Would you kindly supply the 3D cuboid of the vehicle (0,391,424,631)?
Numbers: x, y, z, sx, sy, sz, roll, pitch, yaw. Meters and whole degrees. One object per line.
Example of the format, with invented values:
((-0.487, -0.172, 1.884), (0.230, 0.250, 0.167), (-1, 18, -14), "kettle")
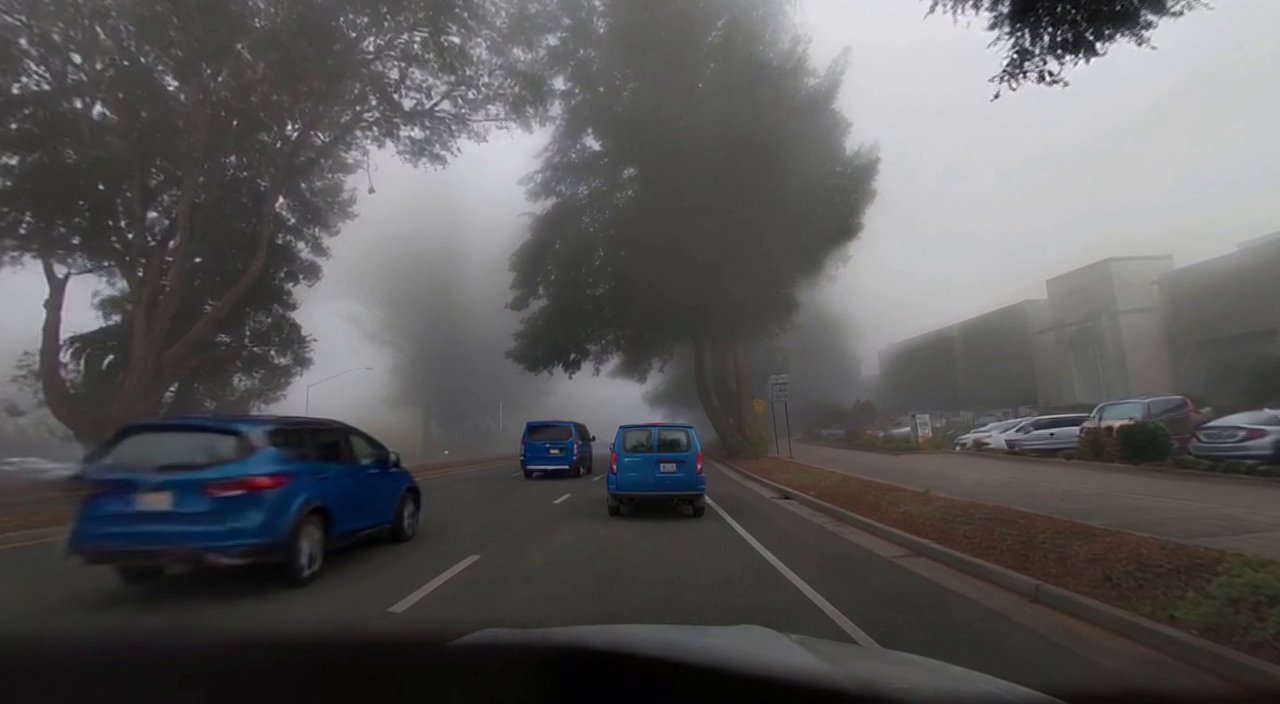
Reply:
((-4.204, 1.498, 7.001), (2.116, 1.714, 4.757), (0, -8, -2), "vehicle")

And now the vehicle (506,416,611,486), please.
((-2.611, 3.413, 21.925), (2.486, 2.074, 5.456), (-1, -9, 5), "vehicle")

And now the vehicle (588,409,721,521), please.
((0.316, 2.174, 12.549), (2.173, 1.830, 4.189), (0, -8, 2), "vehicle")
